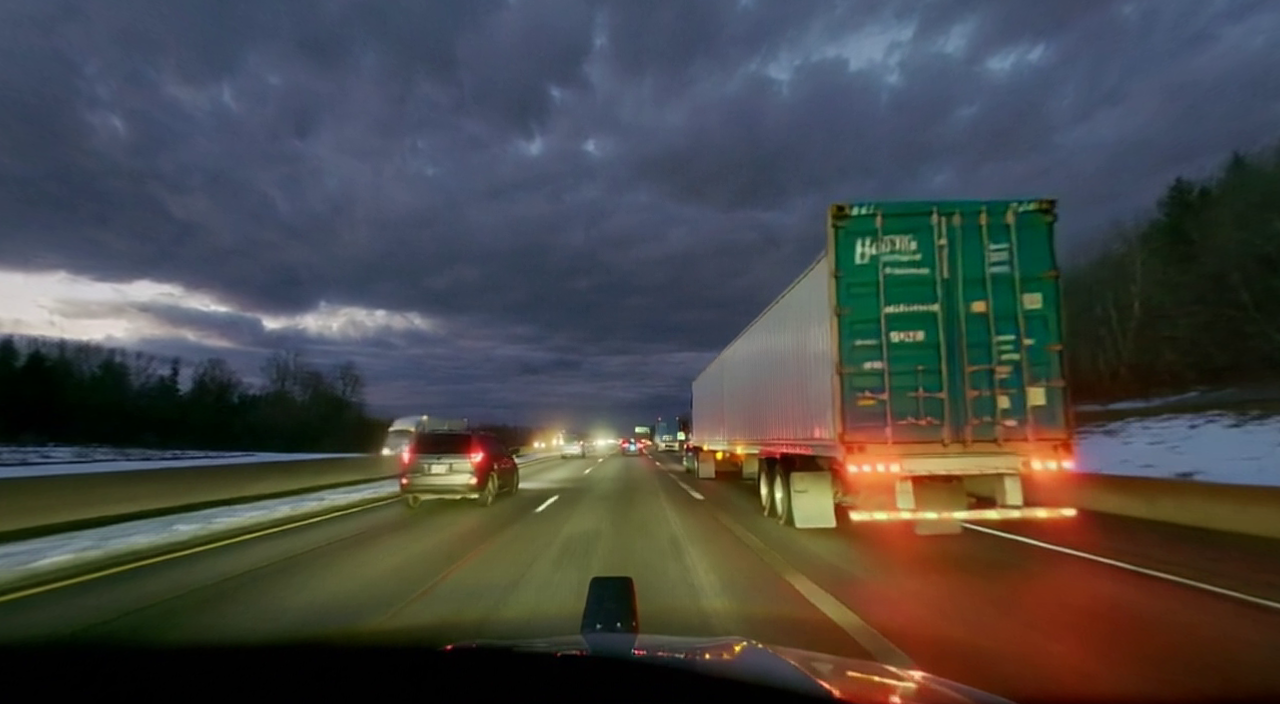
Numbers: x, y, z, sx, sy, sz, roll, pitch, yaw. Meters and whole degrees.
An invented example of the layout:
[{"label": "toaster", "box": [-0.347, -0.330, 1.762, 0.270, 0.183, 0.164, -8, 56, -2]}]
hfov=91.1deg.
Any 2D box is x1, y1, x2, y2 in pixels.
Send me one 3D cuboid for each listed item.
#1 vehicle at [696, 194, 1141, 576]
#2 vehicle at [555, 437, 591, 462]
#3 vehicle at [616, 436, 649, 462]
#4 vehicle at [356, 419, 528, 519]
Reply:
[{"label": "vehicle", "box": [3.517, 1.226, 13.870, 2.959, 4.058, 14.485, 0, -8, -1]}, {"label": "vehicle", "box": [-4.423, 6.497, 42.119, 2.021, 1.514, 4.190, 0, -8, 0]}, {"label": "vehicle", "box": [-0.498, 6.379, 41.635, 2.088, 1.567, 4.240, 0, -8, -1]}, {"label": "vehicle", "box": [-3.739, 2.265, 12.863, 2.054, 1.671, 4.445, 0, -8, 0]}]
